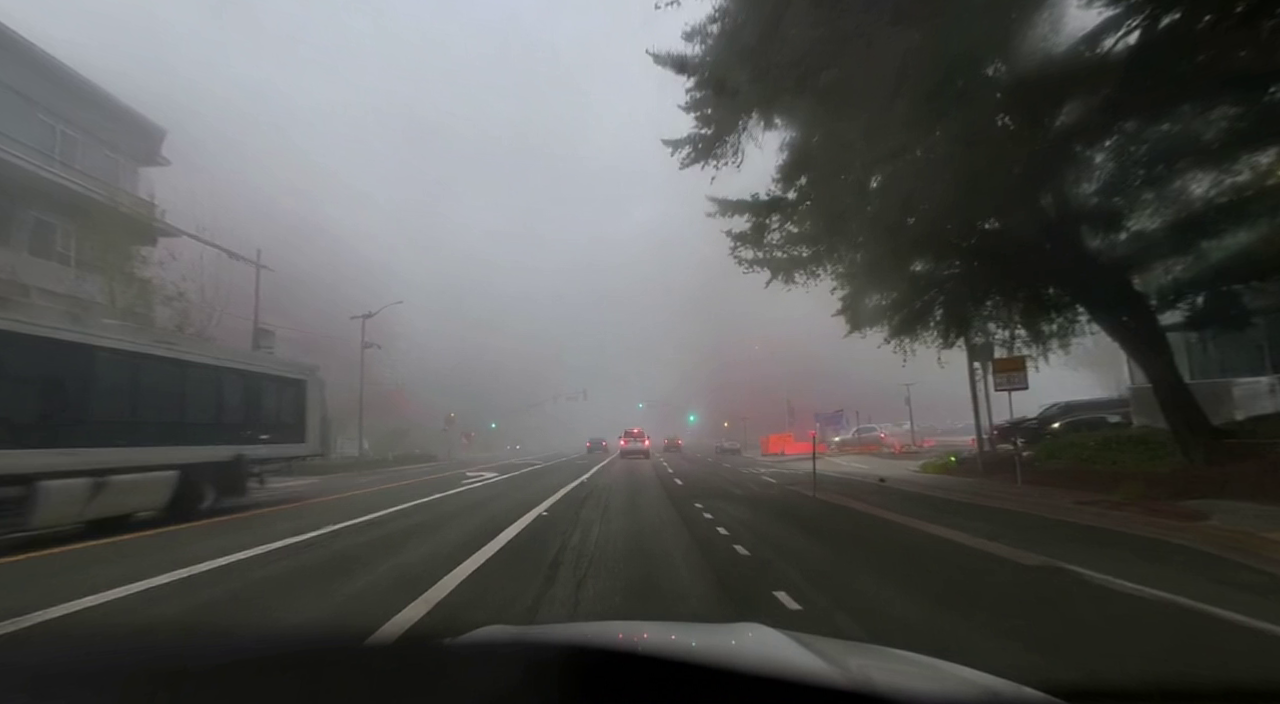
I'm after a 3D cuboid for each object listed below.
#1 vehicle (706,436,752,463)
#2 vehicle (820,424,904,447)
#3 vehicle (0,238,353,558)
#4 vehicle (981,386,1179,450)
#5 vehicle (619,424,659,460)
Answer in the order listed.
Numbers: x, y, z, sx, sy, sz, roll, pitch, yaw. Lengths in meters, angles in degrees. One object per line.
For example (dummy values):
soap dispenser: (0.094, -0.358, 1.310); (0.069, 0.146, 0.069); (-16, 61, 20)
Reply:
vehicle: (5.177, 5.751, 37.195); (2.145, 1.503, 4.267); (0, -8, 1)
vehicle: (15.084, 5.729, 42.959); (4.986, 1.467, 2.025); (-6, -10, 34)
vehicle: (-9.576, 1.161, 11.849); (3.014, 3.979, 11.363); (0, -8, 0)
vehicle: (16.078, 2.546, 23.295); (5.631, 2.106, 2.298); (-7, -11, 38)
vehicle: (-0.117, 5.701, 39.718); (2.350, 2.122, 5.801); (0, -8, -1)
